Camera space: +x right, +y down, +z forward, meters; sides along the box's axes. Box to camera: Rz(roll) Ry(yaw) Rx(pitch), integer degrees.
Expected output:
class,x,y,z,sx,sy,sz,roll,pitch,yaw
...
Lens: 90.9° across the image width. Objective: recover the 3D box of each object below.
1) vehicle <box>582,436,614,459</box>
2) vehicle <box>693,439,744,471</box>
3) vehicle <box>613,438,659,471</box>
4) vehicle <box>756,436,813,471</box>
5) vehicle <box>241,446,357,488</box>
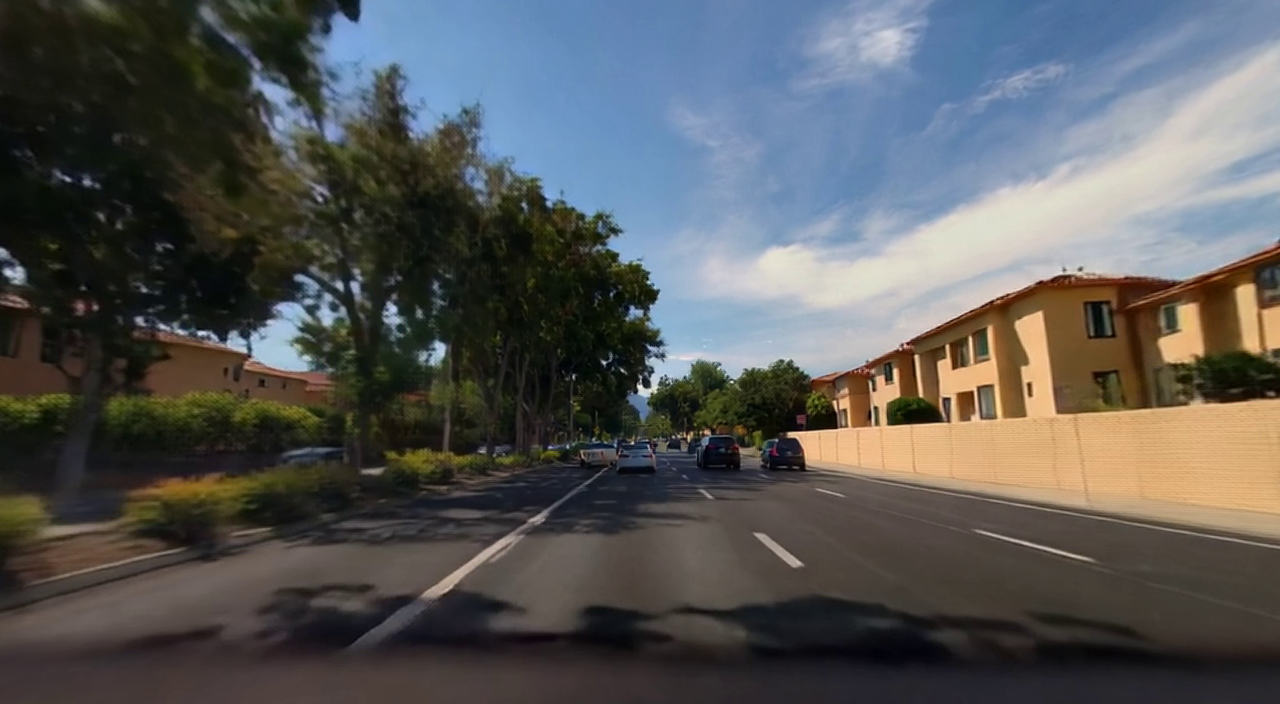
class,x,y,z,sx,sy,sz,roll,pitch,yaw
vehicle,-3.209,7.368,48.575,2.031,1.705,4.325,0,-8,1
vehicle,3.941,5.243,32.330,2.067,1.514,4.188,0,-8,0
vehicle,-0.156,5.029,31.078,2.102,1.481,3.907,0,-8,1
vehicle,7.595,5.375,33.503,1.972,1.700,4.269,0,-8,0
vehicle,-13.561,4.576,25.477,1.990,1.481,4.677,0,-8,1
